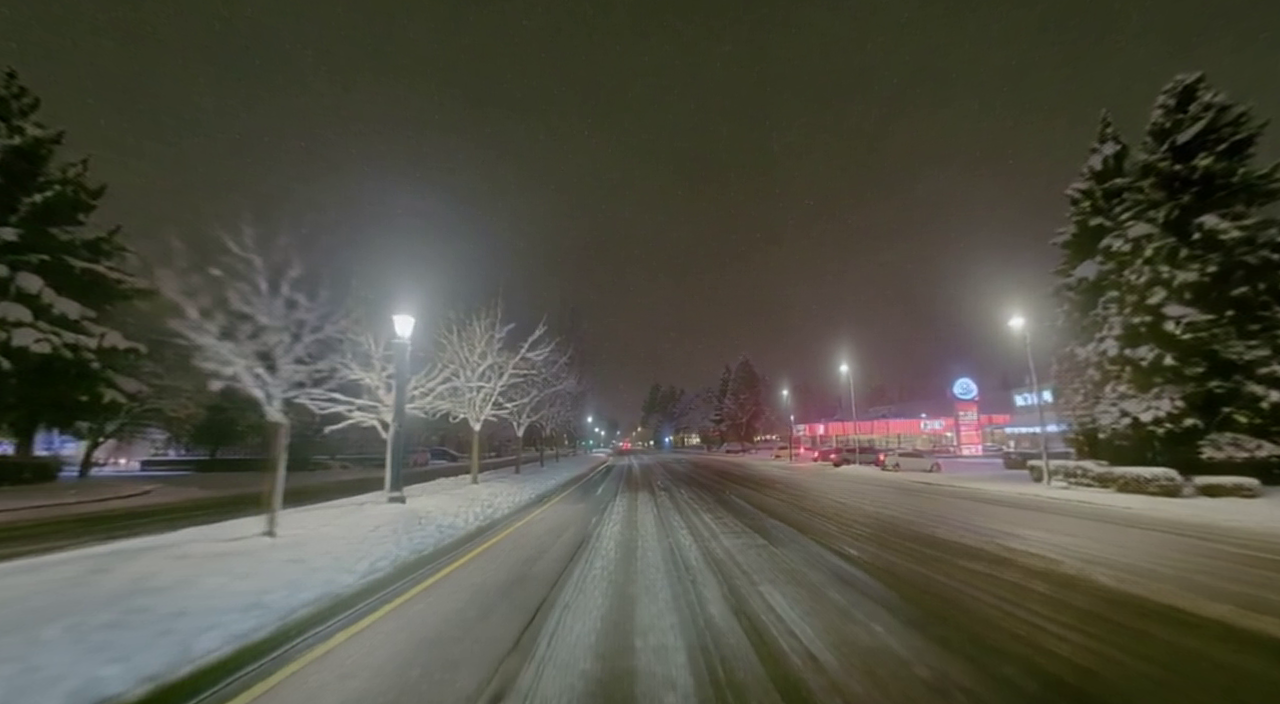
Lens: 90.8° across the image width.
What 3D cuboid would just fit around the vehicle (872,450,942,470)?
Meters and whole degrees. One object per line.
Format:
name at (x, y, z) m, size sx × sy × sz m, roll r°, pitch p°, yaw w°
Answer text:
vehicle at (20.468, 8.309, 48.606) m, size 4.500 × 1.456 × 1.962 m, roll 0°, pitch -9°, yaw 1°
